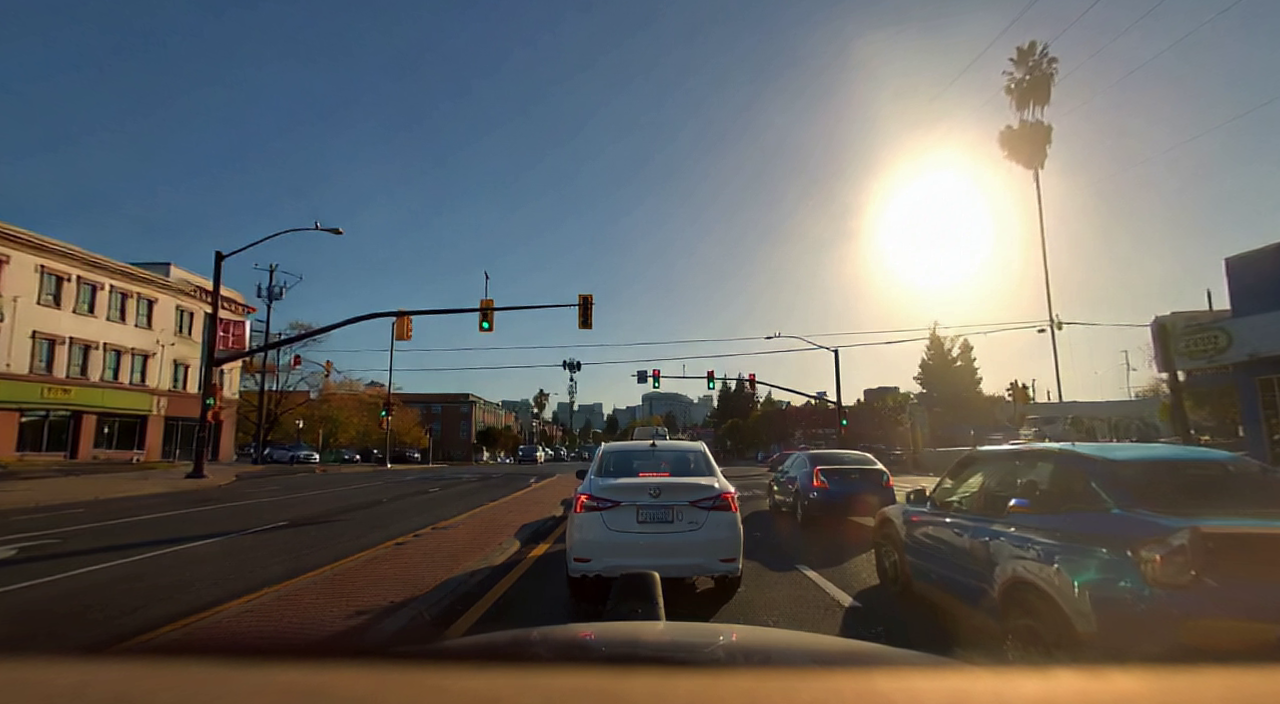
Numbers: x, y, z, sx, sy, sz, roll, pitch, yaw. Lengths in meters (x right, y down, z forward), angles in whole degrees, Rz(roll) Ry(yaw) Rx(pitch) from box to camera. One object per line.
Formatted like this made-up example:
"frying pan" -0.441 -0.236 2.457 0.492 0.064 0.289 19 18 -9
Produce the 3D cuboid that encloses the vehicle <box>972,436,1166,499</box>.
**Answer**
"vehicle" 14.066 3.816 21.371 2.309 1.819 5.793 1 -9 -3

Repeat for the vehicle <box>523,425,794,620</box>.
"vehicle" 0.133 1.630 7.013 2.067 1.471 4.241 0 -9 0

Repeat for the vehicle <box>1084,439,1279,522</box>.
"vehicle" 14.189 3.107 15.951 2.235 1.721 5.230 0 -9 1
